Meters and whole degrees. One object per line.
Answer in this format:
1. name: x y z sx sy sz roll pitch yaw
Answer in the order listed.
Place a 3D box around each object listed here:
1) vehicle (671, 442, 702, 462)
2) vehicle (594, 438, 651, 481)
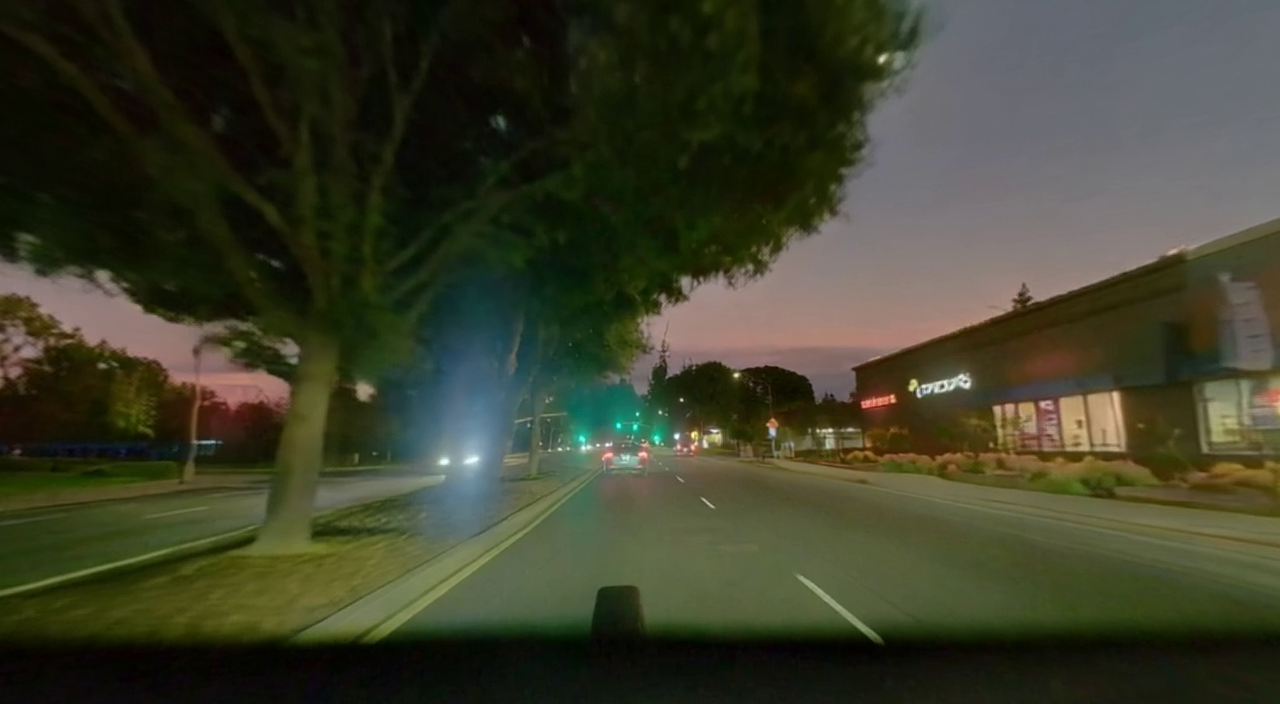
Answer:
1. vehicle: 3.519 7.678 48.482 1.910 1.474 4.003 0 -9 -2
2. vehicle: -0.643 4.094 24.316 2.006 1.487 3.535 0 -9 0
